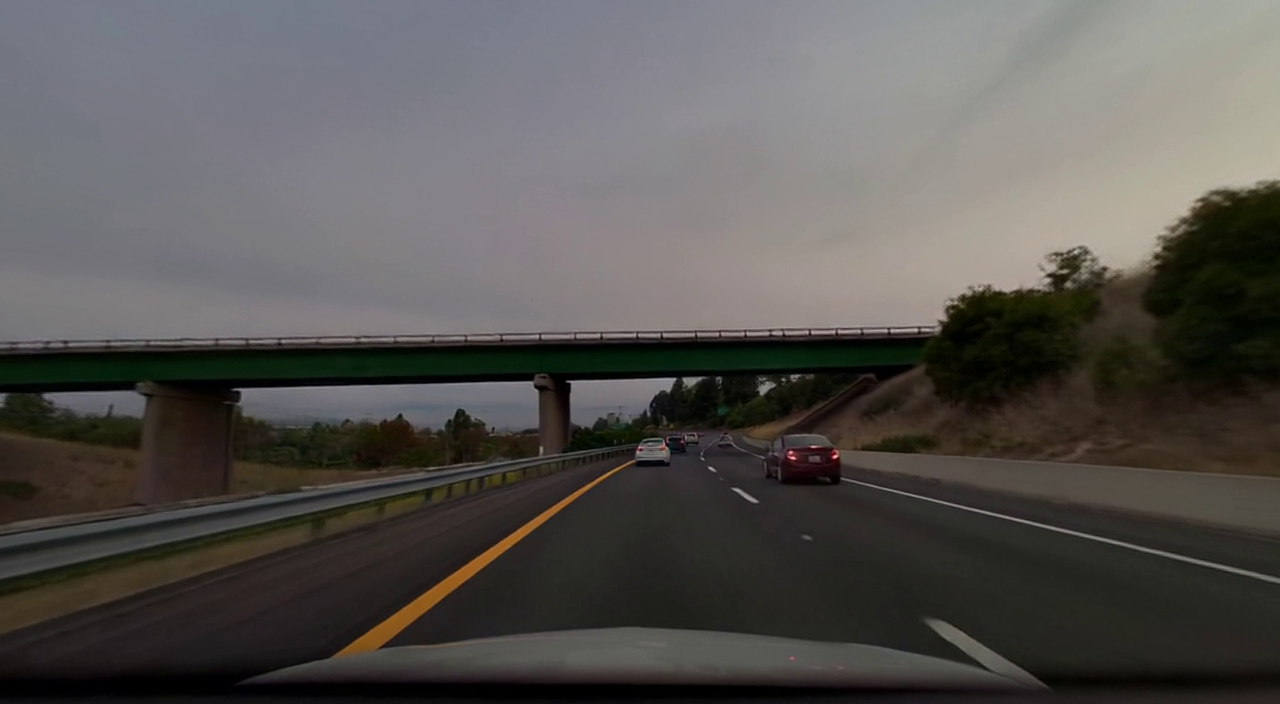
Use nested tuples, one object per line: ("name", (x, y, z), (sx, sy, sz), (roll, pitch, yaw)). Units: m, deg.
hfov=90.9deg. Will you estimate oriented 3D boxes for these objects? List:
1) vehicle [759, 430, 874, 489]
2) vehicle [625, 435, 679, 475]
("vehicle", (4.939, 3.084, 18.394), (2.163, 1.489, 4.470), (0, -8, 2))
("vehicle", (0.529, 4.066, 25.148), (1.993, 1.461, 3.812), (-1, -8, 3))
